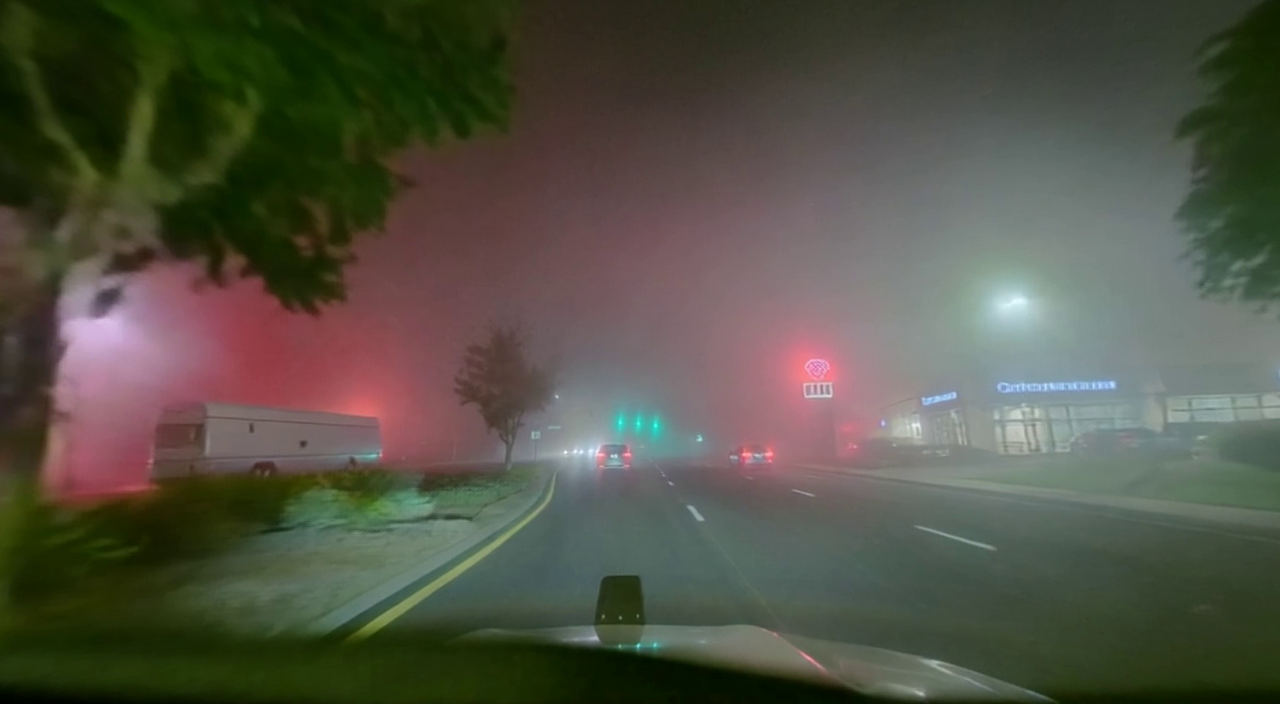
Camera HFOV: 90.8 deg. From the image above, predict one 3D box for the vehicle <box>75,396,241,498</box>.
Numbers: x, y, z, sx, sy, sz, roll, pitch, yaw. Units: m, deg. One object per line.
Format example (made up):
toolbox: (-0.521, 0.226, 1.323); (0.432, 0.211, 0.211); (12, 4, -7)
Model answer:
vehicle: (-19.493, 3.856, 25.951); (2.986, 3.786, 4.453); (0, -8, 1)

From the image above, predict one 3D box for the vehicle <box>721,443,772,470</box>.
vehicle: (6.299, 6.224, 37.909); (2.075, 1.475, 4.571); (0, -8, -3)

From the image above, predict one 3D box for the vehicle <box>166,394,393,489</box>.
vehicle: (-19.348, 5.215, 36.537); (3.133, 4.167, 16.699); (-1, -8, 1)

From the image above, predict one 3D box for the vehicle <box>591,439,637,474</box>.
vehicle: (-1.319, 5.062, 30.744); (2.072, 1.545, 4.578); (0, -8, -4)
